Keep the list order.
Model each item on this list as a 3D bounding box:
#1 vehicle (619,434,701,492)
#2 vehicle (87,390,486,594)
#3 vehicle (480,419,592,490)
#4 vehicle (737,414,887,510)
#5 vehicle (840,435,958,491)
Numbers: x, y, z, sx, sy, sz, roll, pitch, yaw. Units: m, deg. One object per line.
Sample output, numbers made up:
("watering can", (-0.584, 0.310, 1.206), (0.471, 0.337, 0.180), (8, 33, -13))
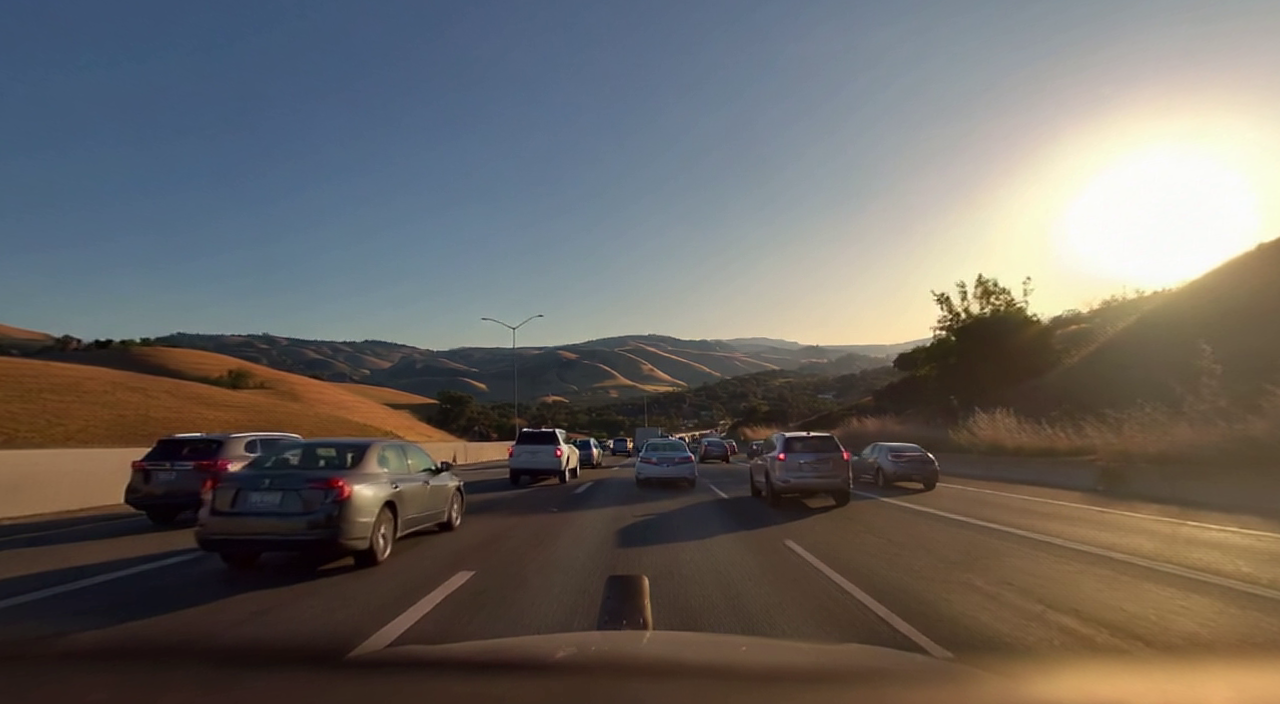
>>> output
("vehicle", (0.588, 3.163, 18.366), (2.105, 1.471, 4.349), (0, -8, 2))
("vehicle", (-3.568, 1.510, 7.643), (2.179, 1.723, 4.410), (0, -8, 1))
("vehicle", (-2.997, 3.141, 19.647), (2.301, 1.902, 5.374), (-1, -8, 3))
("vehicle", (3.566, 2.376, 14.068), (2.046, 1.765, 4.534), (0, -8, 0))
("vehicle", (7.536, 3.256, 18.843), (1.846, 1.469, 4.166), (0, -8, 1))
